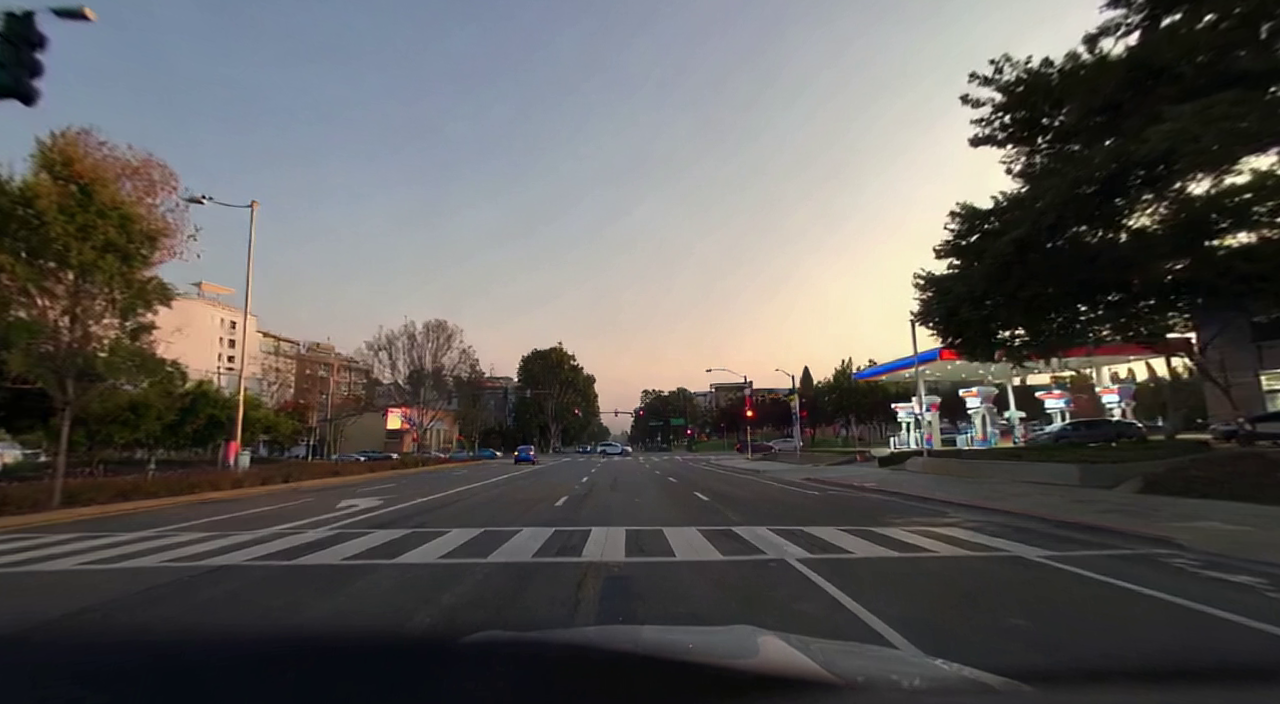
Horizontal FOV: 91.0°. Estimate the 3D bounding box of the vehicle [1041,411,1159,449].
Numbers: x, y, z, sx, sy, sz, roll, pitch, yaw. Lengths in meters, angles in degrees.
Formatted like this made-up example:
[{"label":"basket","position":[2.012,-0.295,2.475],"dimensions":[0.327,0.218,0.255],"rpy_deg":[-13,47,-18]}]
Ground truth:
[{"label":"vehicle","position":[22.539,3.865,30.945],"dimensions":[4.230,1.590,1.877],"rpy_deg":[-3,-8,-1]}]
